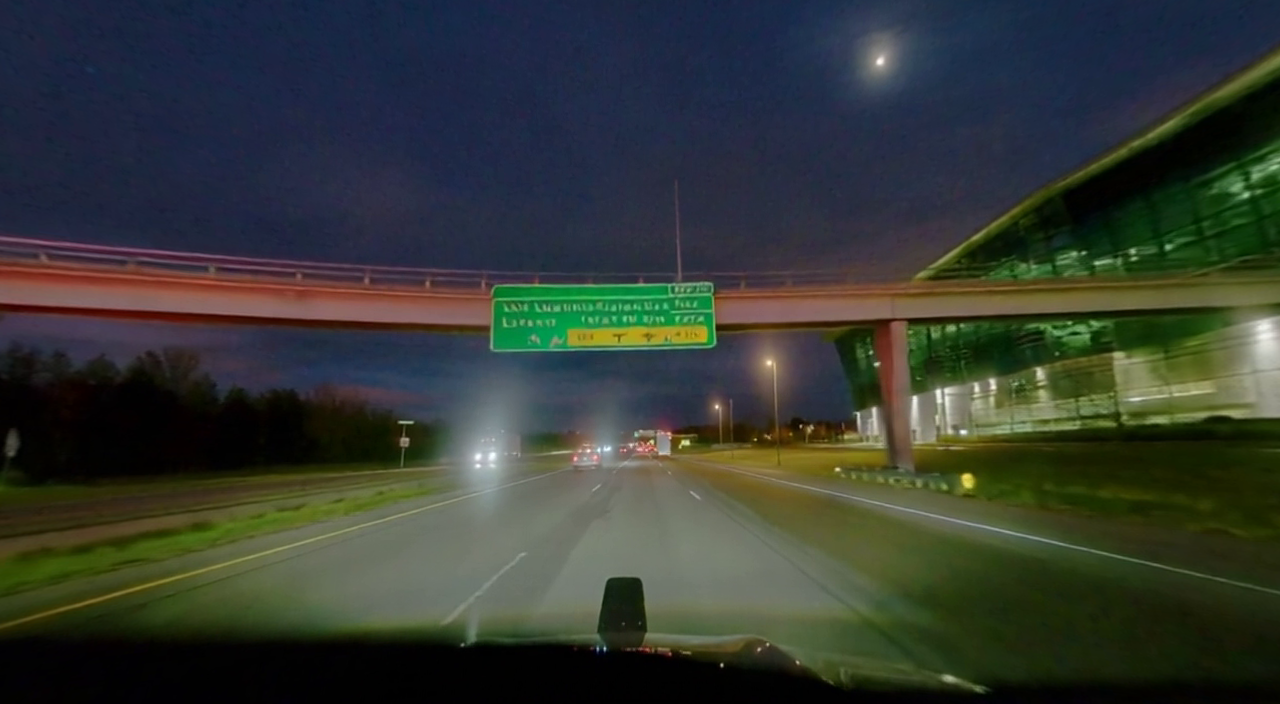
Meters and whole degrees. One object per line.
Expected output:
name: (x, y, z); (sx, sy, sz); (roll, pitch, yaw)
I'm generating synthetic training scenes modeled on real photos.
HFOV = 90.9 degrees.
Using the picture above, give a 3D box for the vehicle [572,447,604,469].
vehicle: (-3.894, 7.995, 47.675); (2.042, 1.506, 4.211); (0, -9, 0)
